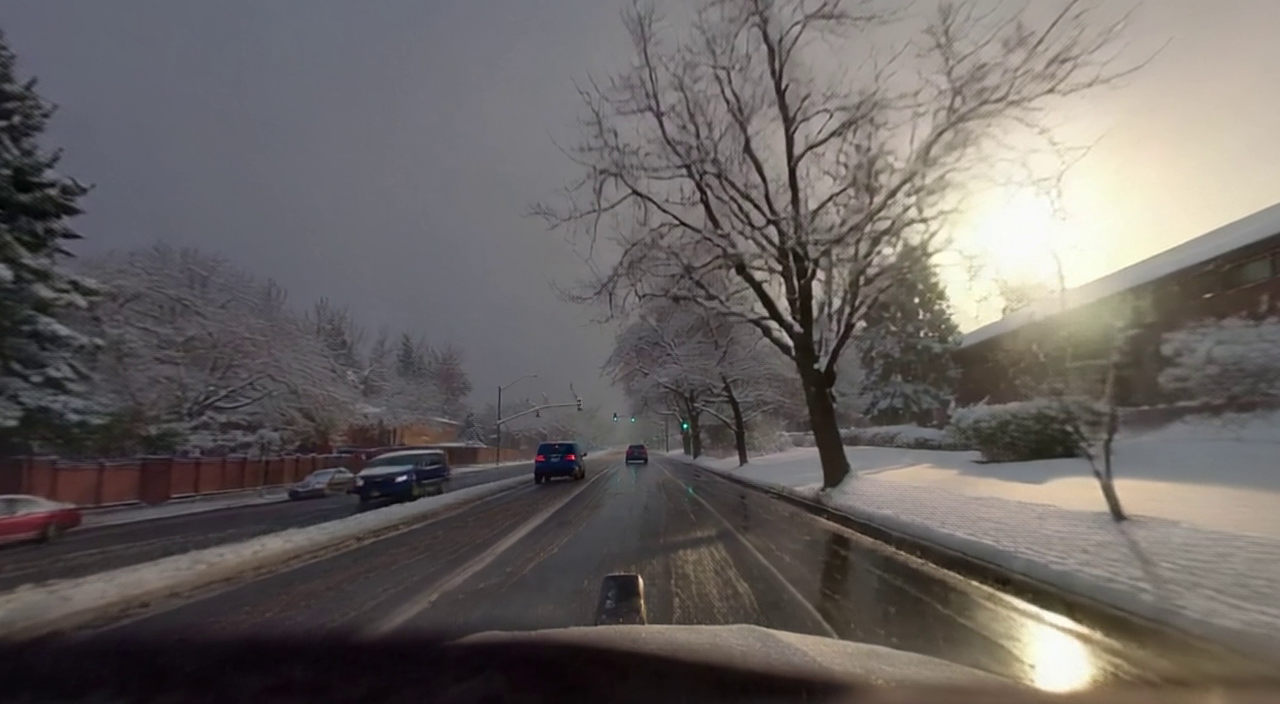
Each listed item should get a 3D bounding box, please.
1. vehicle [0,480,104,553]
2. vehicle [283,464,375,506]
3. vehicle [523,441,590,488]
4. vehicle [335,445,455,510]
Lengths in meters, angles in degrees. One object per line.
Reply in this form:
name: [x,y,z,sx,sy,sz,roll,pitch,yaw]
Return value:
vehicle: [-14.614,3.738,13.787,1.874,1.392,4.633,-7,-9,-1]
vehicle: [-14.439,6.157,29.613,1.880,1.476,4.715,-7,-9,0]
vehicle: [-3.399,4.659,26.534,2.097,1.755,4.336,-1,-9,2]
vehicle: [-7.906,4.044,20.917,2.084,1.731,4.595,-4,-9,1]
